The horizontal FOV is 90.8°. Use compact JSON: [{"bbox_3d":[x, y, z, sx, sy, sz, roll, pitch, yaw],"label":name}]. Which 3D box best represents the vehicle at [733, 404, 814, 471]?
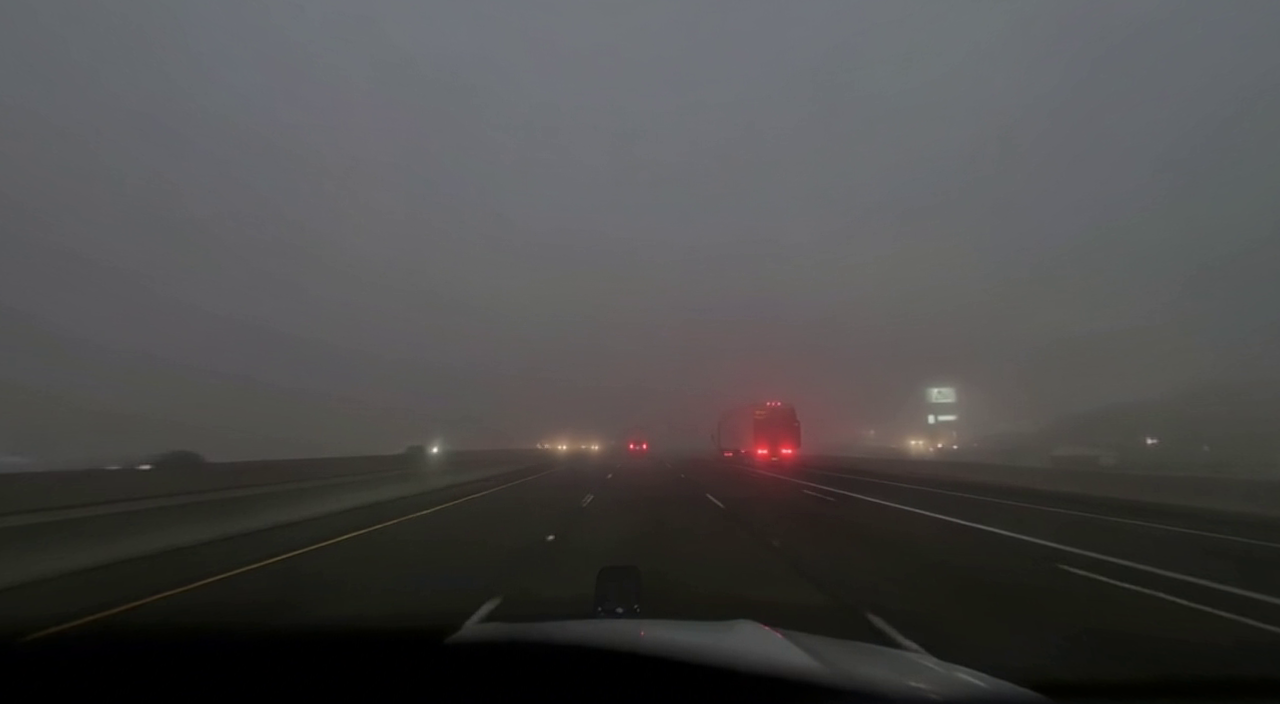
[{"bbox_3d":[7.012,4.693,34.480,2.793,3.204,7.997,0,-8,1],"label":"vehicle"}]

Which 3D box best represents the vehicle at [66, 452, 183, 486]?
[{"bbox_3d":[-25.656,5.798,31.691,1.900,1.493,4.739,0,-8,0],"label":"vehicle"}]
